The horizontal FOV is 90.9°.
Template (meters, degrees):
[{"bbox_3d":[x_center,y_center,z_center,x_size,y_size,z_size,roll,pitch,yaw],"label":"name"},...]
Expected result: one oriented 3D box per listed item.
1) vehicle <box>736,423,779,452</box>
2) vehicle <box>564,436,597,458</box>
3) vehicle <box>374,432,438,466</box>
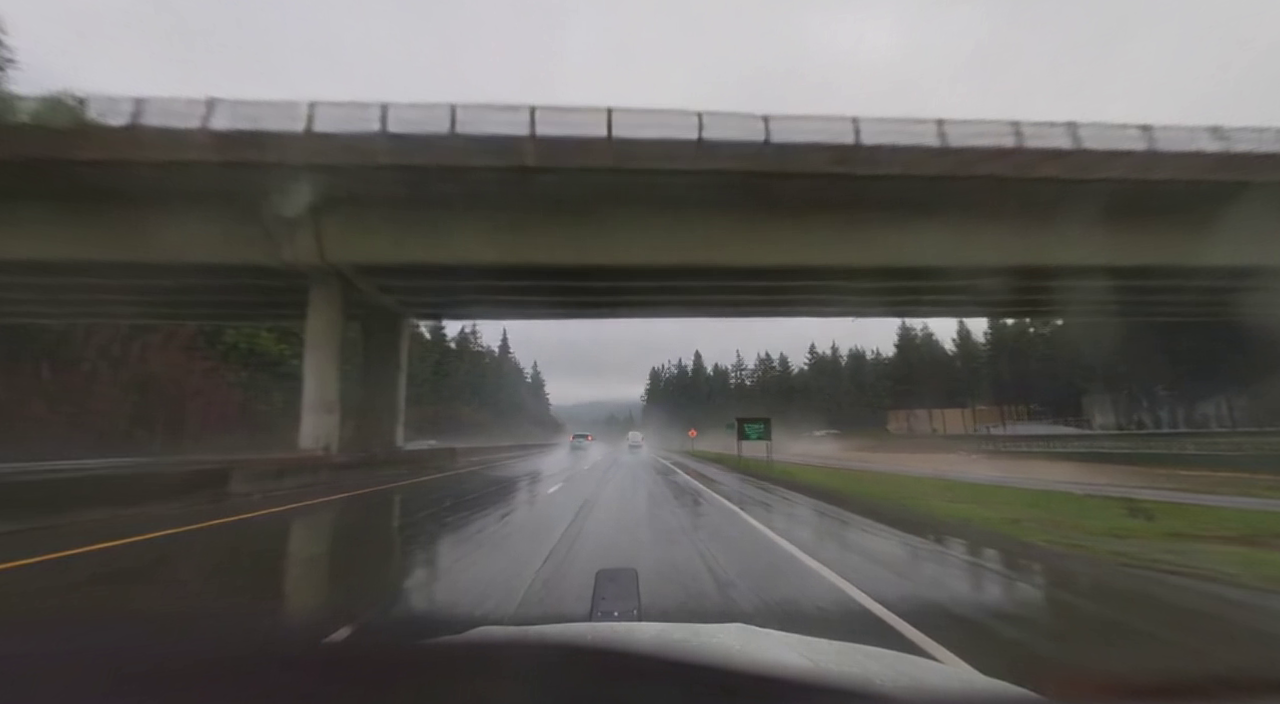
[{"bbox_3d":[9.003,6.628,48.686,2.123,2.156,4.679,1,-8,-4],"label":"vehicle"},{"bbox_3d":[-4.531,7.246,48.368,2.169,1.588,4.264,0,-8,-1],"label":"vehicle"},{"bbox_3d":[-13.411,5.559,36.372,1.945,1.808,4.670,0,-8,-1],"label":"vehicle"}]
